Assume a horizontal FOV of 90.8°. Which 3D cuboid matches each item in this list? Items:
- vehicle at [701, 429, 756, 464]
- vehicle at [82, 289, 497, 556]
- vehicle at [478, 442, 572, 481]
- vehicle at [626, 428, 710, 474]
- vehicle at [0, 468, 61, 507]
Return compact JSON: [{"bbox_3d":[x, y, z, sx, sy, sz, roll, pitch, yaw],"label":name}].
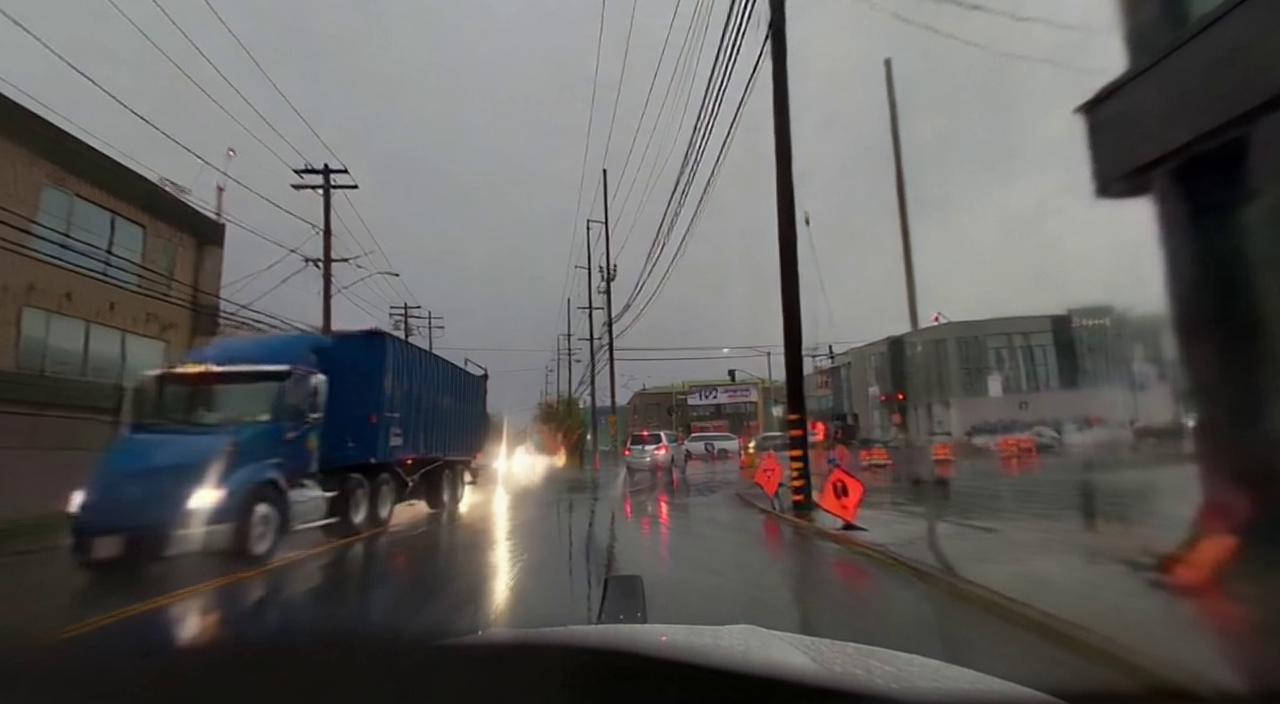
[{"bbox_3d":[5.412,5.665,38.042,2.206,1.911,5.548,-3,-8,19],"label":"vehicle"},{"bbox_3d":[-6.187,1.712,14.507,3.007,3.800,11.011,0,-8,1],"label":"vehicle"},{"bbox_3d":[-4.931,4.739,27.888,2.103,1.526,4.743,-2,-8,17],"label":"vehicle"},{"bbox_3d":[1.388,4.420,28.576,2.256,1.859,5.118,-3,-8,21],"label":"vehicle"},{"bbox_3d":[-32.900,7.028,32.801,4.608,1.763,2.016,-4,-8,17],"label":"vehicle"}]
